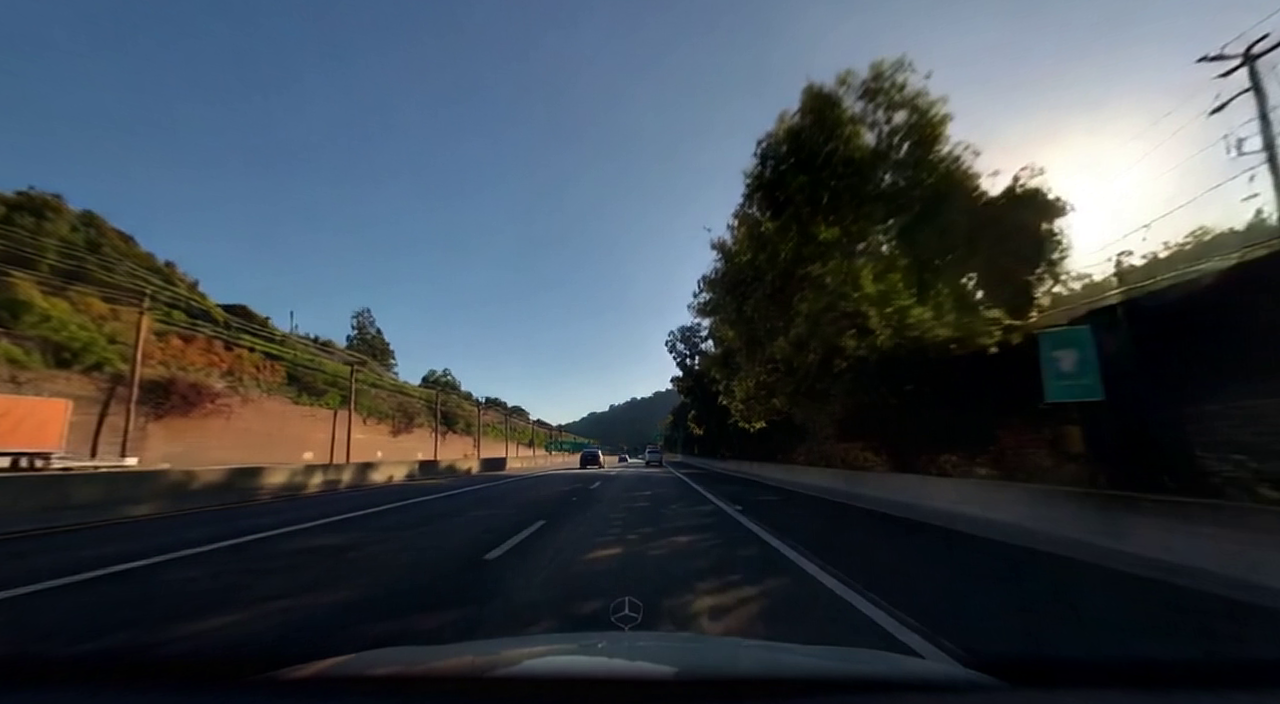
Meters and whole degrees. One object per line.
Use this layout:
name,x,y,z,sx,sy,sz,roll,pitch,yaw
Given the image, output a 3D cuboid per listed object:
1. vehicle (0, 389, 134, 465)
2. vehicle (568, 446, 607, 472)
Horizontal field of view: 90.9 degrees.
vehicle,-34.200,3.829,32.055,2.917,3.848,17.244,0,-9,-1
vehicle,-3.585,7.437,43.854,2.263,1.696,4.321,0,-9,1
